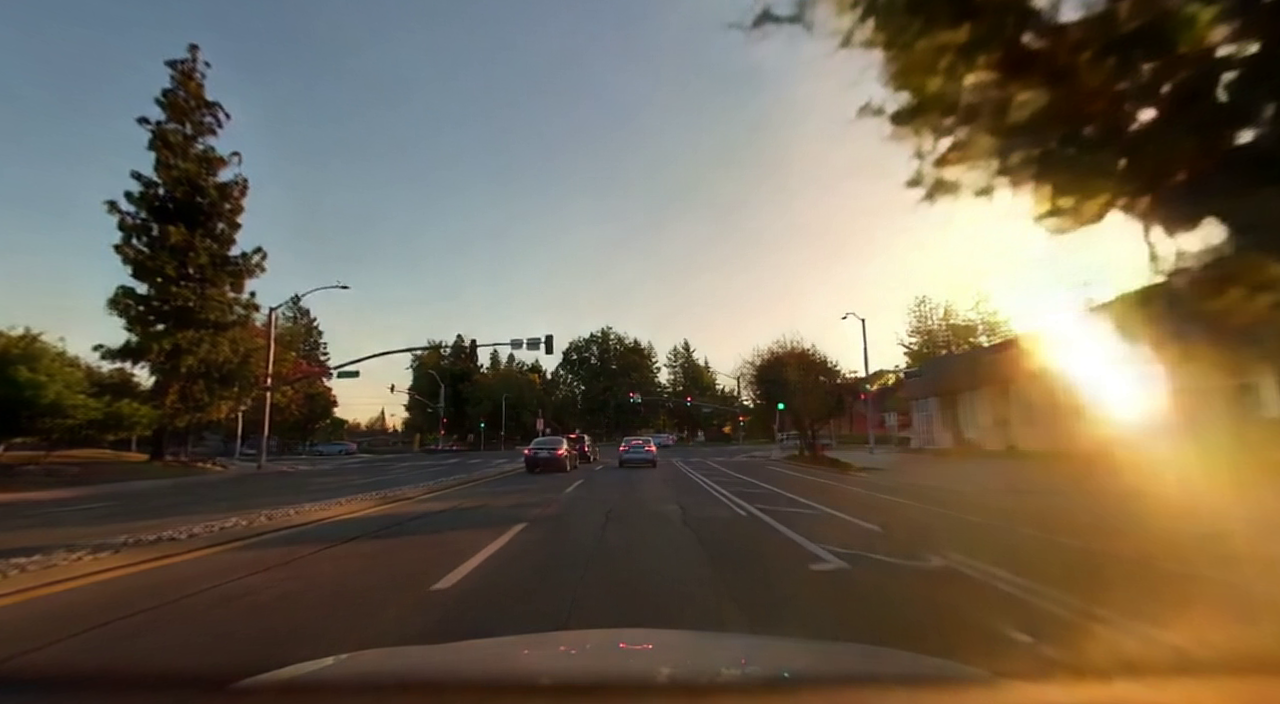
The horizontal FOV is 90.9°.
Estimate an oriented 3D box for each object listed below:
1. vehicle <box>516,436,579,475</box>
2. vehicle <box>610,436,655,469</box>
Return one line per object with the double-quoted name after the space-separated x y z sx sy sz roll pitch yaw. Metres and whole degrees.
-3.793 4.331 26.649 1.942 1.497 4.561 0 -8 0 "vehicle"
-0.373 4.941 31.147 2.066 1.482 3.923 0 -8 -1 "vehicle"
